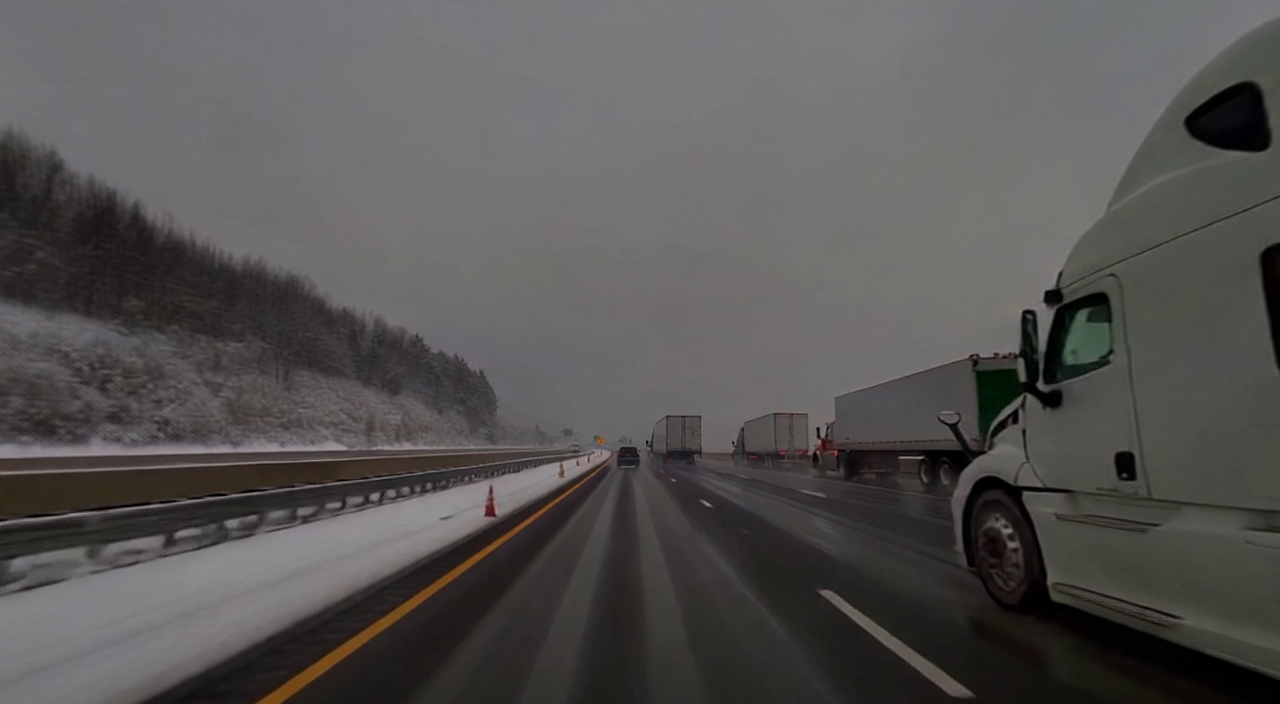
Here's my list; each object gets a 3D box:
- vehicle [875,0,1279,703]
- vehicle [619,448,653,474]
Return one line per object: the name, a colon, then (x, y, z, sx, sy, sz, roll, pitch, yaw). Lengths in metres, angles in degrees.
vehicle: (3.613, -0.055, 2.323, 2.990, 3.934, 6.180, 0, -9, 0)
vehicle: (-0.258, 6.361, 36.973, 1.927, 1.437, 3.794, 0, -9, -1)
